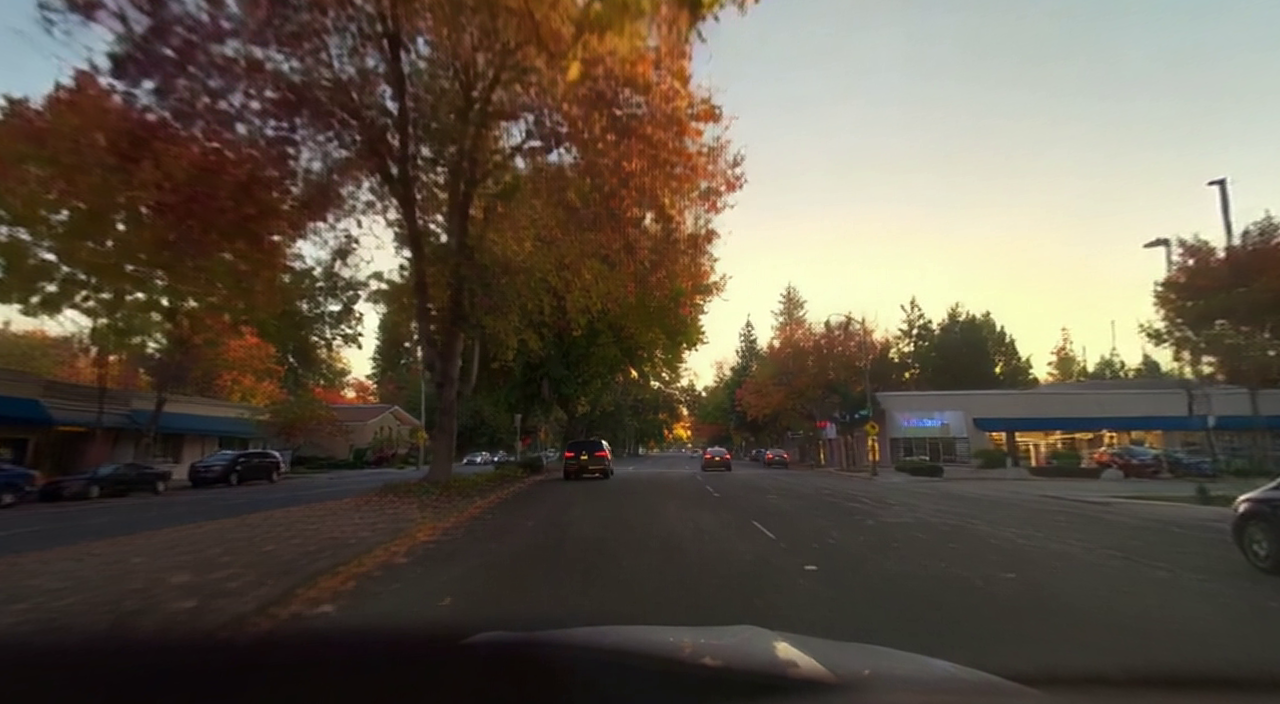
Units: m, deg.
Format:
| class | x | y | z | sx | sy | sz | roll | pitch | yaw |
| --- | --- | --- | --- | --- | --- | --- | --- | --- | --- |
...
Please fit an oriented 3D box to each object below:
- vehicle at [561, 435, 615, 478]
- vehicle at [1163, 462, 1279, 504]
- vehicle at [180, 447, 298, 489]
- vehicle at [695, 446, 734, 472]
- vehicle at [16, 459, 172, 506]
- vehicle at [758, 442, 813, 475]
| class | x | y | z | sx | sy | sz | roll | pitch | yaw |
| --- | --- | --- | --- | --- | --- | --- | --- | --- | --- |
| vehicle | -2.367 | 4.930 | 30.067 | 2.344 | 1.863 | 4.665 | 0 | -8 | -2 |
| vehicle | 28.022 | 6.047 | 29.262 | 5.680 | 1.772 | 2.071 | 0 | -8 | -2 |
| vehicle | -18.781 | 5.407 | 29.924 | 1.914 | 1.785 | 5.408 | 0 | -8 | 2 |
| vehicle | 4.486 | 6.536 | 38.733 | 1.886 | 1.464 | 4.290 | 0 | -8 | 0 |
| vehicle | -18.841 | 4.489 | 22.056 | 1.737 | 1.349 | 4.014 | 0 | -8 | 3 |
| vehicle | 8.086 | 5.937 | 35.475 | 2.040 | 1.738 | 4.414 | 0 | -8 | 0 |
